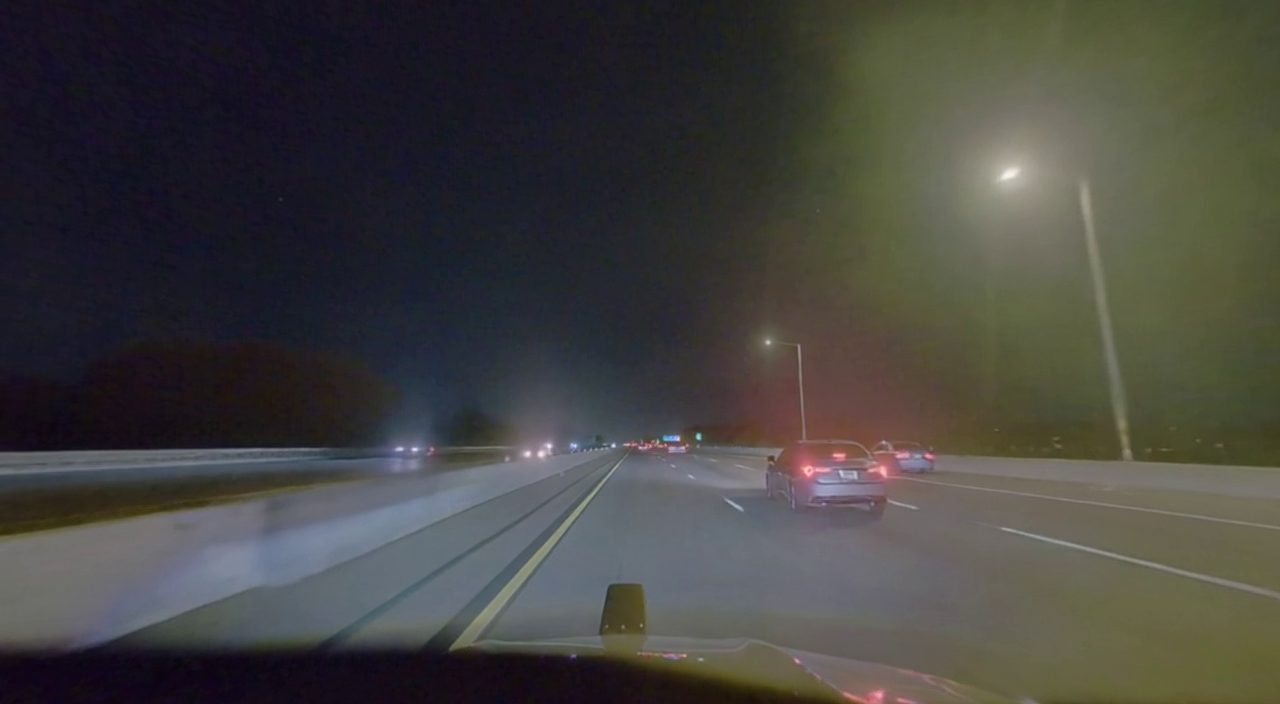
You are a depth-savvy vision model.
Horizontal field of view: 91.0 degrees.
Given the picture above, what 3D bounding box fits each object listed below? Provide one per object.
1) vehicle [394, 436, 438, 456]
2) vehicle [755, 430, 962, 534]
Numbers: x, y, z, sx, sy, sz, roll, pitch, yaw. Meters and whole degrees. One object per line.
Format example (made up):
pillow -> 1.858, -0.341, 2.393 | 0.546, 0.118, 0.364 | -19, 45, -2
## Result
vehicle -> -16.784, 7.056, 47.284 | 1.775, 1.448, 3.844 | 0, -8, 1
vehicle -> 3.559, 2.201, 11.362 | 2.091, 1.482, 4.522 | 0, -8, 0
